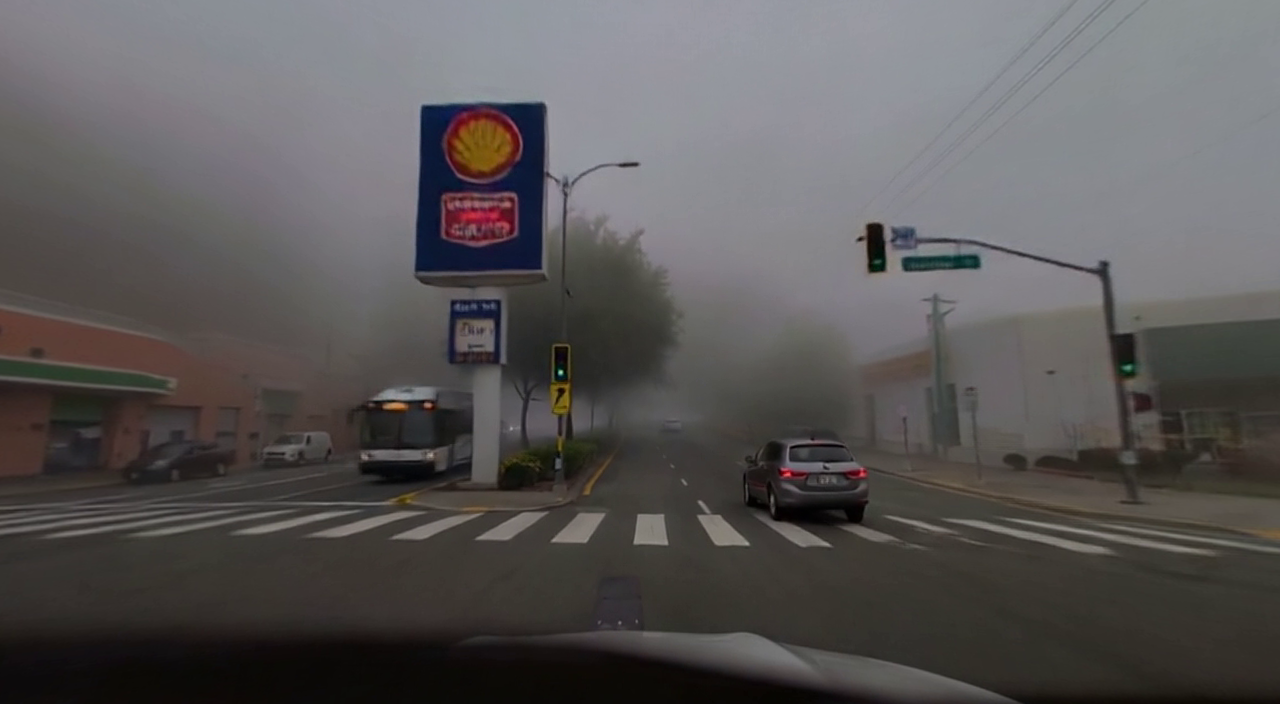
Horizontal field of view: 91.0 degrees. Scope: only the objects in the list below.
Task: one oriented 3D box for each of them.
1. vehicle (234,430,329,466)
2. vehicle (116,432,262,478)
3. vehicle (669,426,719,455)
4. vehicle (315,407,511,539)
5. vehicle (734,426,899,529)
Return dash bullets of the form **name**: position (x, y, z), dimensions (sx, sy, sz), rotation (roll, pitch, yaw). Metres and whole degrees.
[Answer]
- **vehicle**: position (-17.968, 4.807, 31.808), dimensions (2.079, 1.672, 4.333), rotation (0, -8, 2)
- **vehicle**: position (-17.795, 4.084, 25.239), dimensions (1.956, 1.634, 5.000), rotation (0, -8, 3)
- **vehicle**: position (2.909, 4.917, 34.952), dimensions (2.282, 1.458, 4.362), rotation (0, -8, -1)
- **vehicle**: position (-3.696, 2.176, 11.349), dimensions (2.189, 1.836, 4.693), rotation (0, -12, -6)
- **vehicle**: position (3.251, 2.385, 12.605), dimensions (1.999, 1.679, 4.217), rotation (0, -8, -1)
